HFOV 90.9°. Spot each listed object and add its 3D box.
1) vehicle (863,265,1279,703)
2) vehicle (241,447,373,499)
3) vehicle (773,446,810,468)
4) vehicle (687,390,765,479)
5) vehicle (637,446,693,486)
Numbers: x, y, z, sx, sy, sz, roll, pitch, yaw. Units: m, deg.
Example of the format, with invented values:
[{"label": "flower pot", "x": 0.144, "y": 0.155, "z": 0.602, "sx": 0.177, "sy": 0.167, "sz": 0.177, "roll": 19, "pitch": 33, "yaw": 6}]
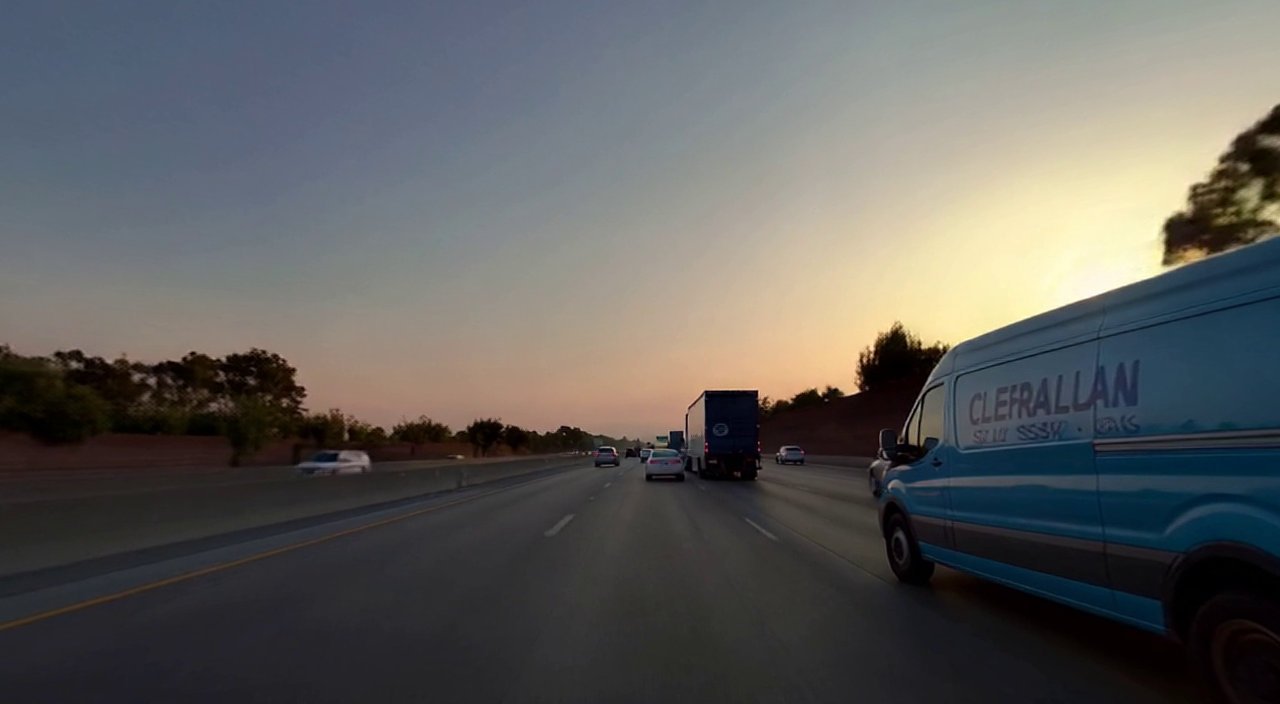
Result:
[{"label": "vehicle", "x": 3.709, "y": 0.924, "z": 4.058, "sx": 2.441, "sy": 2.017, "sz": 5.739, "roll": 0, "pitch": -9, "yaw": 0}, {"label": "vehicle", "x": -12.001, "y": 4.369, "z": 23.215, "sx": 2.115, "sy": 1.685, "sz": 4.831, "roll": 0, "pitch": -9, "yaw": 1}, {"label": "vehicle", "x": 11.329, "y": 7.850, "z": 47.394, "sx": 1.870, "sy": 1.525, "sz": 3.680, "roll": 0, "pitch": -9, "yaw": 0}, {"label": "vehicle", "x": 4.469, "y": 4.776, "z": 35.598, "sx": 2.821, "sy": 4.077, "sz": 12.562, "roll": 0, "pitch": -9, "yaw": 1}, {"label": "vehicle", "x": 0.936, "y": 4.567, "z": 25.645, "sx": 2.063, "sy": 1.469, "sz": 4.208, "roll": 0, "pitch": -9, "yaw": 0}]
